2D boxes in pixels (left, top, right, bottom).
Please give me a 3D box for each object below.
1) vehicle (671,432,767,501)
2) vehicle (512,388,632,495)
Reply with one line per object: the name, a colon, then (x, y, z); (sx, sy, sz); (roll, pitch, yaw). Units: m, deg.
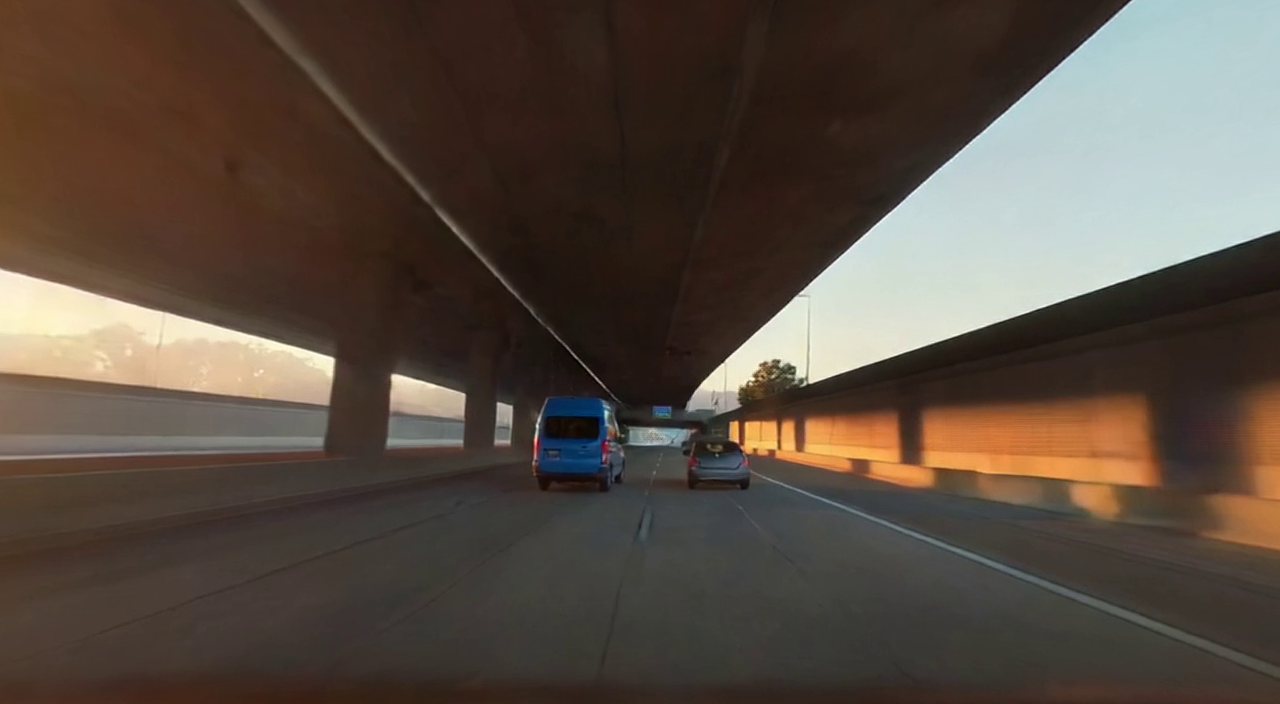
vehicle: (1.890, 2.890, 16.405); (2.095, 1.553, 4.069); (-1, -8, 2)
vehicle: (-1.618, 2.431, 17.228); (2.404, 2.459, 5.229); (-1, -8, 3)
